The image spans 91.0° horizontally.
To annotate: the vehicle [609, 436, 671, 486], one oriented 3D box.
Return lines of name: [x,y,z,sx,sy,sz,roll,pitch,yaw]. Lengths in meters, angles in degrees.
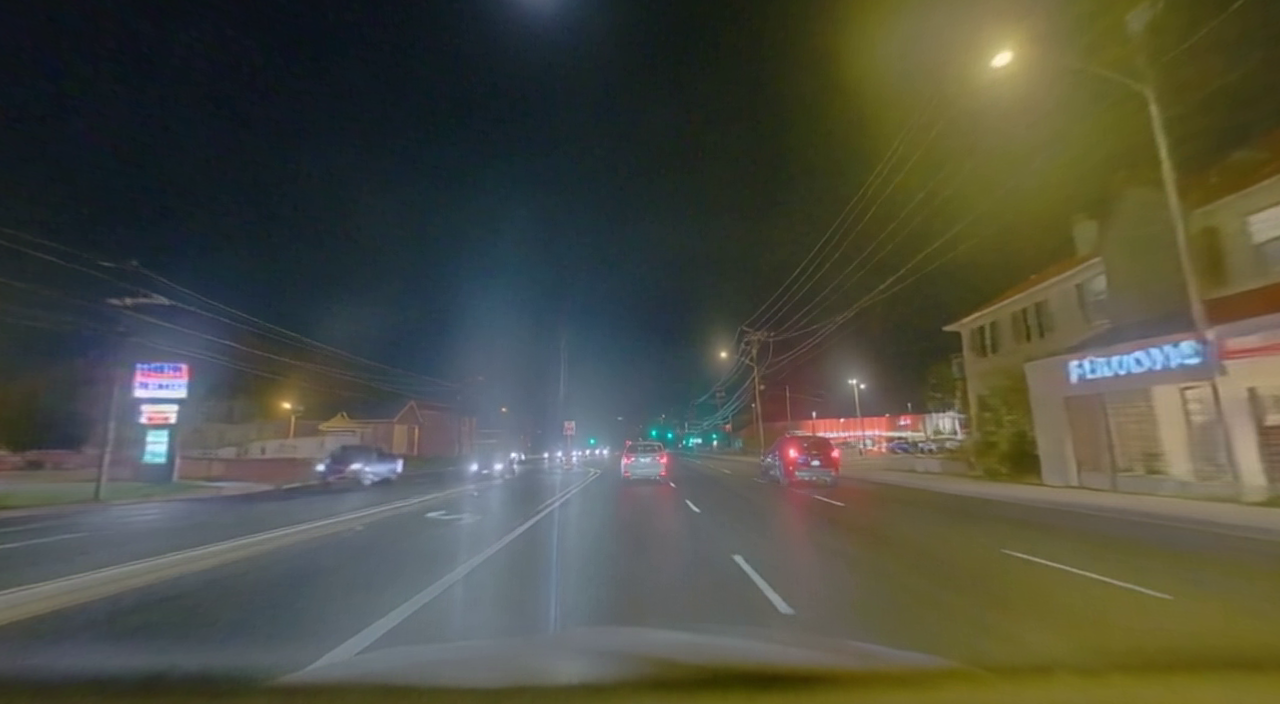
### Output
vehicle: [-0.035,4.066,23.741,2.138,1.702,4.168,0,-9,-1]

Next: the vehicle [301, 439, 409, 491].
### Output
vehicle: [-11.030,4.383,24.817,2.078,1.825,4.611,0,-9,-1]

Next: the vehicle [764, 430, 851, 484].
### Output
vehicle: [6.315,4.011,24.264,2.061,1.889,4.268,0,-9,-1]

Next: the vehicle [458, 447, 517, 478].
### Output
vehicle: [-7.993,5.824,33.474,1.941,1.514,4.618,0,-9,0]
